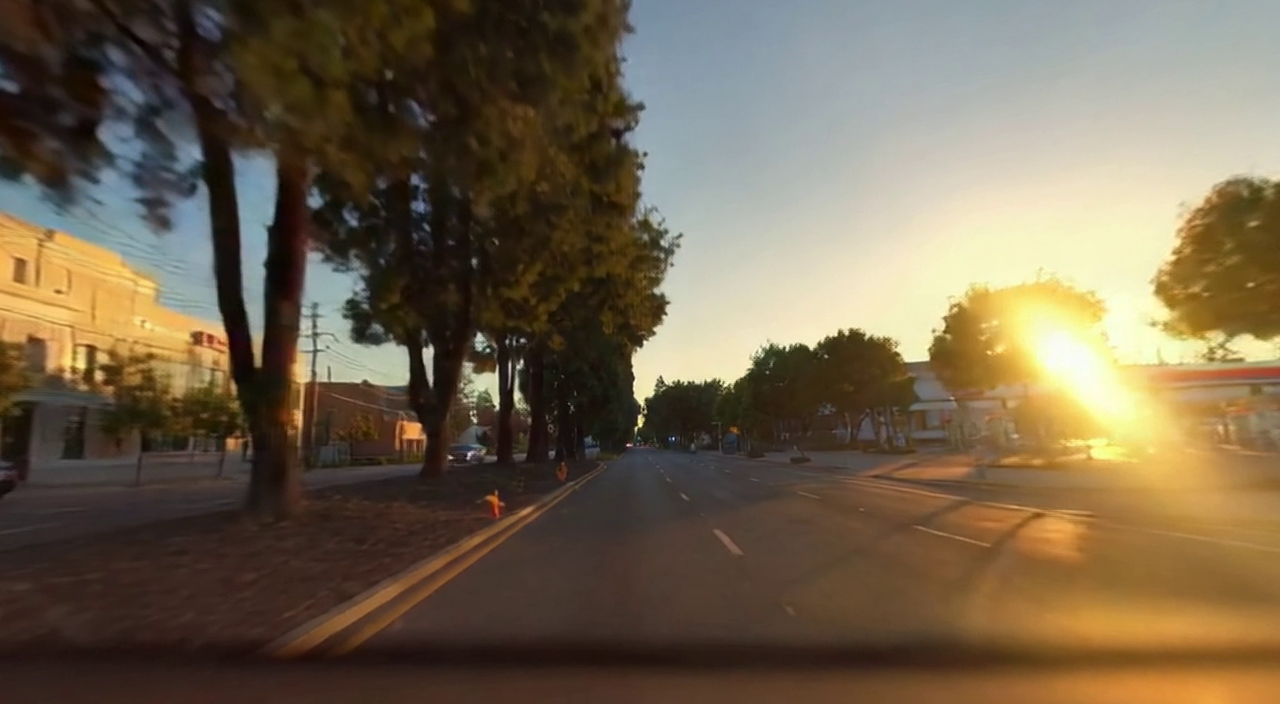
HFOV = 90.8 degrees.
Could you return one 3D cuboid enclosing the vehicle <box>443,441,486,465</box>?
[{"bbox_3d":[-12.373,7.200,44.902,1.861,1.616,4.077,0,-9,0],"label":"vehicle"}]
